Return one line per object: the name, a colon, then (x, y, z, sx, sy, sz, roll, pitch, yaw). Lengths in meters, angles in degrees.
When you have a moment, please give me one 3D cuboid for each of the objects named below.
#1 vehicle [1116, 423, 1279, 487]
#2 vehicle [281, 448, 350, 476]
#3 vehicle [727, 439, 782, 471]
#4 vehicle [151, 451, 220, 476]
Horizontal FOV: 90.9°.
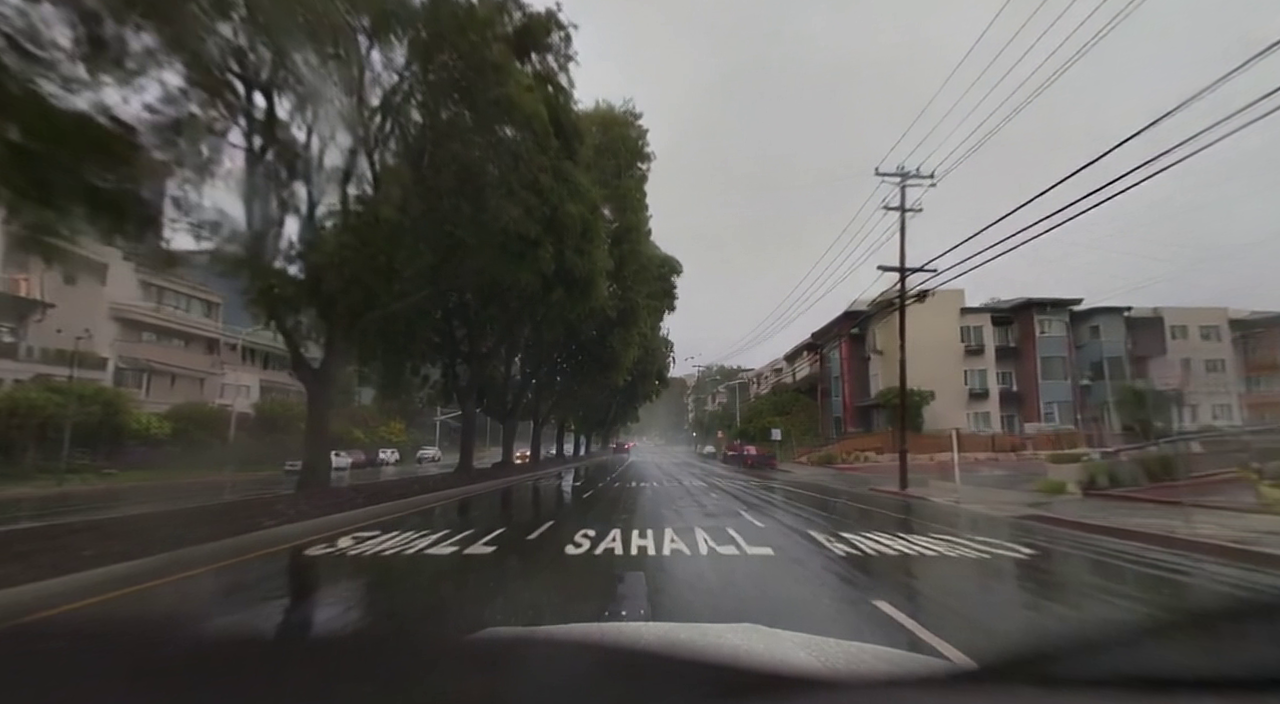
vehicle: (17.577, 3.138, 19.495, 1.960, 1.725, 4.616, 0, -8, -2)
vehicle: (-22.326, 7.539, 43.607, 2.323, 1.754, 4.425, 0, -8, 0)
vehicle: (7.542, 6.838, 42.127, 2.747, 1.938, 4.708, 0, -8, -1)
vehicle: (-31.245, 7.662, 43.523, 1.799, 1.597, 3.904, 0, -8, 0)
